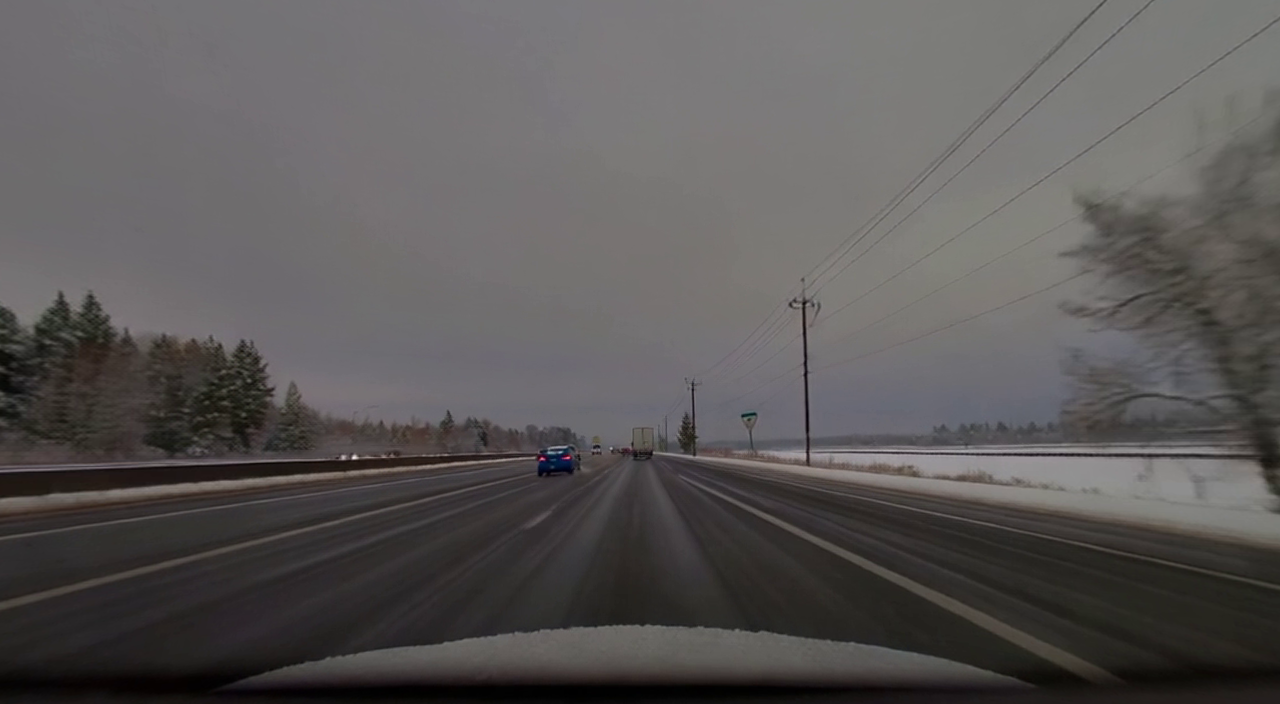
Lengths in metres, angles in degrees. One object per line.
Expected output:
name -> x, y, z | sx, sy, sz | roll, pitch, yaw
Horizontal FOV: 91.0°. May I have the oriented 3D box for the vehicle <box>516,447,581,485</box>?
vehicle -> -3.868, 4.921, 27.534 | 2.104, 1.501, 4.459 | 0, -9, 1
